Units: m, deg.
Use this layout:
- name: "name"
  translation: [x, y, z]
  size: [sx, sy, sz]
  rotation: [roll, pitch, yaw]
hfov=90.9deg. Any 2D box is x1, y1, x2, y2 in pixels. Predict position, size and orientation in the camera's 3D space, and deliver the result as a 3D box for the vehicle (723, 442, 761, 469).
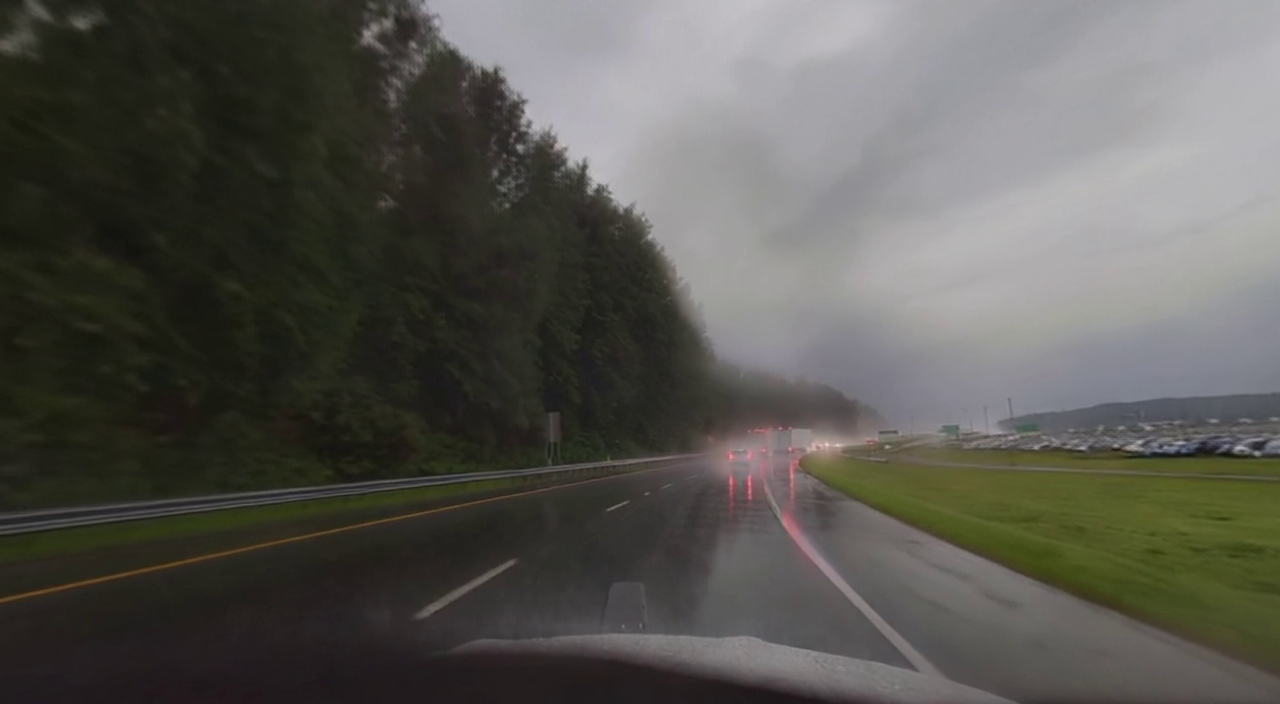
- name: "vehicle"
  translation: [6.945, 6.954, 42.526]
  size: [2.221, 1.674, 4.325]
  rotation: [-2, -9, 12]
